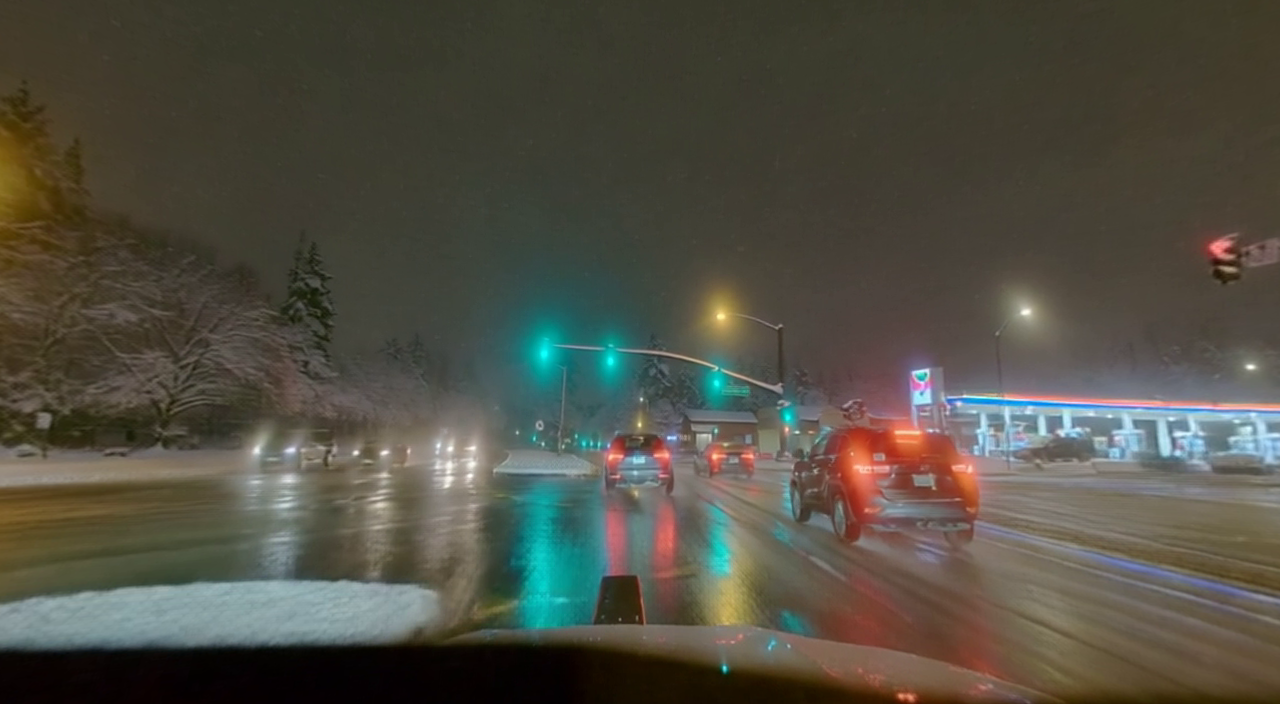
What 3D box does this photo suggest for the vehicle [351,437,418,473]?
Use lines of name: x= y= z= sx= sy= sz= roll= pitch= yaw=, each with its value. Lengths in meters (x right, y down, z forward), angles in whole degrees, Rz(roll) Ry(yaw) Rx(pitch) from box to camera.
vehicle: x=-12.877 y=5.208 z=32.007 sx=2.023 sy=1.671 sz=4.174 roll=1 pitch=-8 yaw=-6

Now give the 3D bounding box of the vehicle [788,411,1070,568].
vehicle: x=3.770 y=1.853 z=9.261 sx=2.000 sy=1.745 sz=4.206 roll=0 pitch=-8 yaw=-2

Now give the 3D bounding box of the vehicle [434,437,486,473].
vehicle: x=-9.463 y=5.417 z=33.413 sx=1.992 sy=1.755 sz=4.283 roll=1 pitch=-8 yaw=-7

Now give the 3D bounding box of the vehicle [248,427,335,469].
vehicle: x=-20.008 y=5.537 z=36.483 sx=2.460 sy=2.257 sz=5.387 roll=1 pitch=-8 yaw=-7

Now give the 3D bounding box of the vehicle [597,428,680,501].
vehicle: x=-0.079 y=3.100 z=17.803 sx=2.051 sy=1.798 sz=4.168 roll=0 pitch=-8 yaw=-1

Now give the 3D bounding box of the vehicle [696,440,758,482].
vehicle: x=3.539 y=4.475 z=26.168 sx=1.800 sy=1.592 sz=3.658 roll=1 pitch=-8 yaw=-4

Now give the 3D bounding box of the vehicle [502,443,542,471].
vehicle: x=-6.599 y=5.893 z=35.597 sx=1.987 sy=1.505 sz=4.337 roll=1 pitch=-8 yaw=-8
